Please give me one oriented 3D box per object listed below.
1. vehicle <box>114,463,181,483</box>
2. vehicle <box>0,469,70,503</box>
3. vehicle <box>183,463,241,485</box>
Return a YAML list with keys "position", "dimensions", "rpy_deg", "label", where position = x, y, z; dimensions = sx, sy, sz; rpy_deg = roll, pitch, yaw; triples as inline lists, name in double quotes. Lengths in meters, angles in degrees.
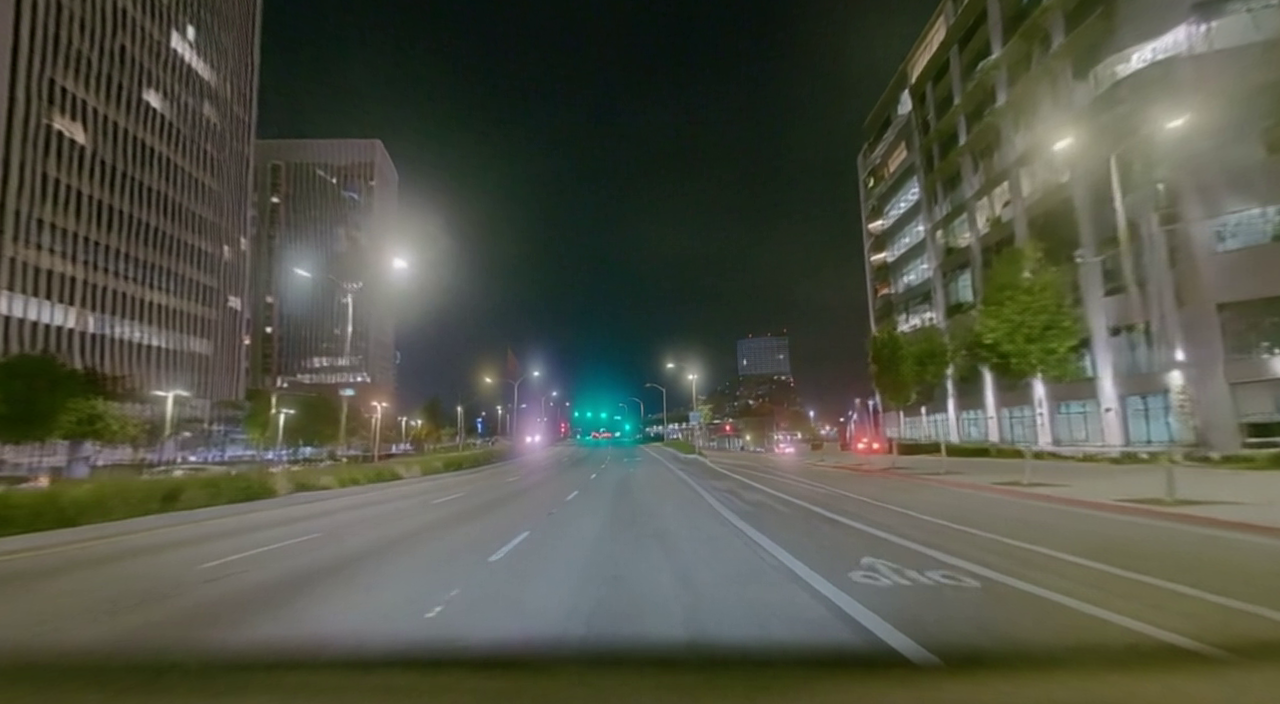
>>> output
- position: [-38.584, 9.474, 49.564]
  dimensions: [3.676, 1.439, 2.028]
  rpy_deg: [4, -9, -24]
  label: "vehicle"
- position: [-32.940, 6.981, 33.066]
  dimensions: [2.020, 1.552, 4.568]
  rpy_deg: [0, -8, -2]
  label: "vehicle"
- position: [-33.053, 9.439, 48.941]
  dimensions: [1.743, 1.435, 4.183]
  rpy_deg: [-3, -9, -2]
  label: "vehicle"
